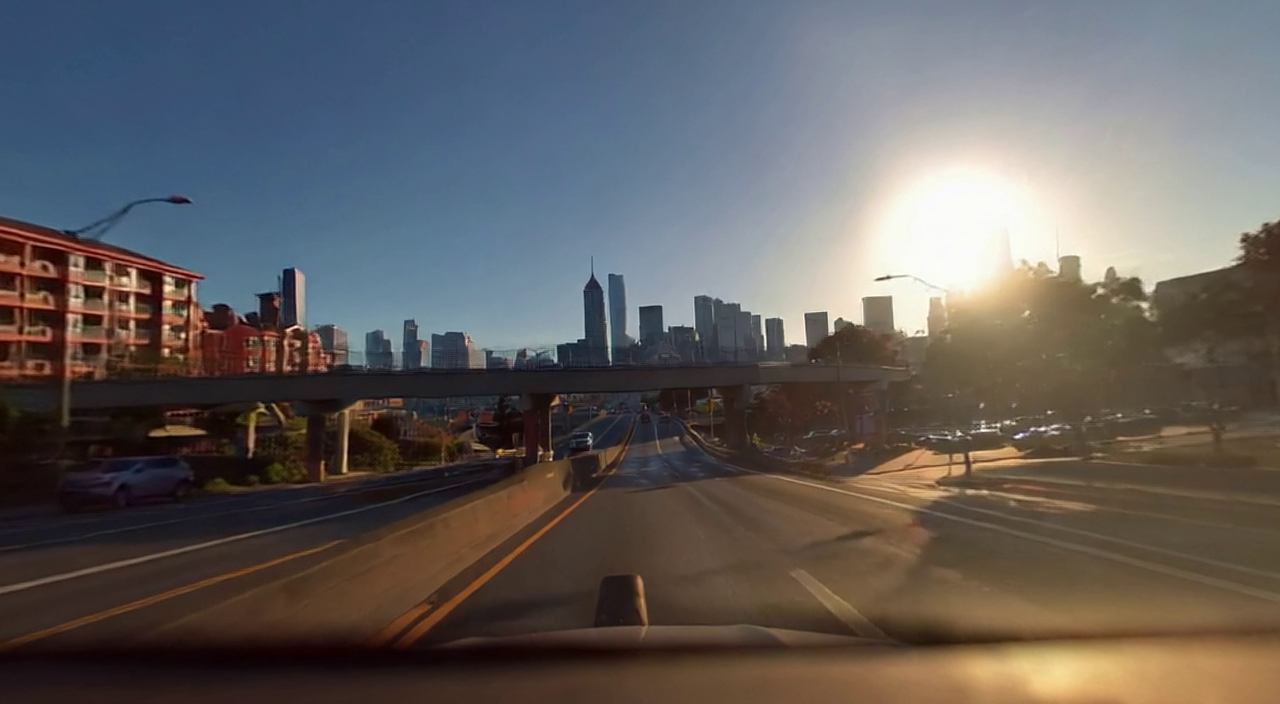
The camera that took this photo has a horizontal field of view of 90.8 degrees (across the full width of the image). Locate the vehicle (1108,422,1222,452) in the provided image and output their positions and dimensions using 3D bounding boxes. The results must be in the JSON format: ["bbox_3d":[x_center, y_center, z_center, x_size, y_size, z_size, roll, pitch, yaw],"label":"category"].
[{"bbox_3d":[28.969,4.691,34.956,4.536,1.483,1.917,-1,-4,3],"label":"vehicle"}]

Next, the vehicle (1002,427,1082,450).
[{"bbox_3d":[28.575,6.166,44.982,4.400,1.614,1.916,0,-8,-1],"label":"vehicle"}]

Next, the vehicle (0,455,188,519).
[{"bbox_3d":[-17.289,4.234,20.369,1.992,1.527,4.540,-1,-6,2],"label":"vehicle"}]
